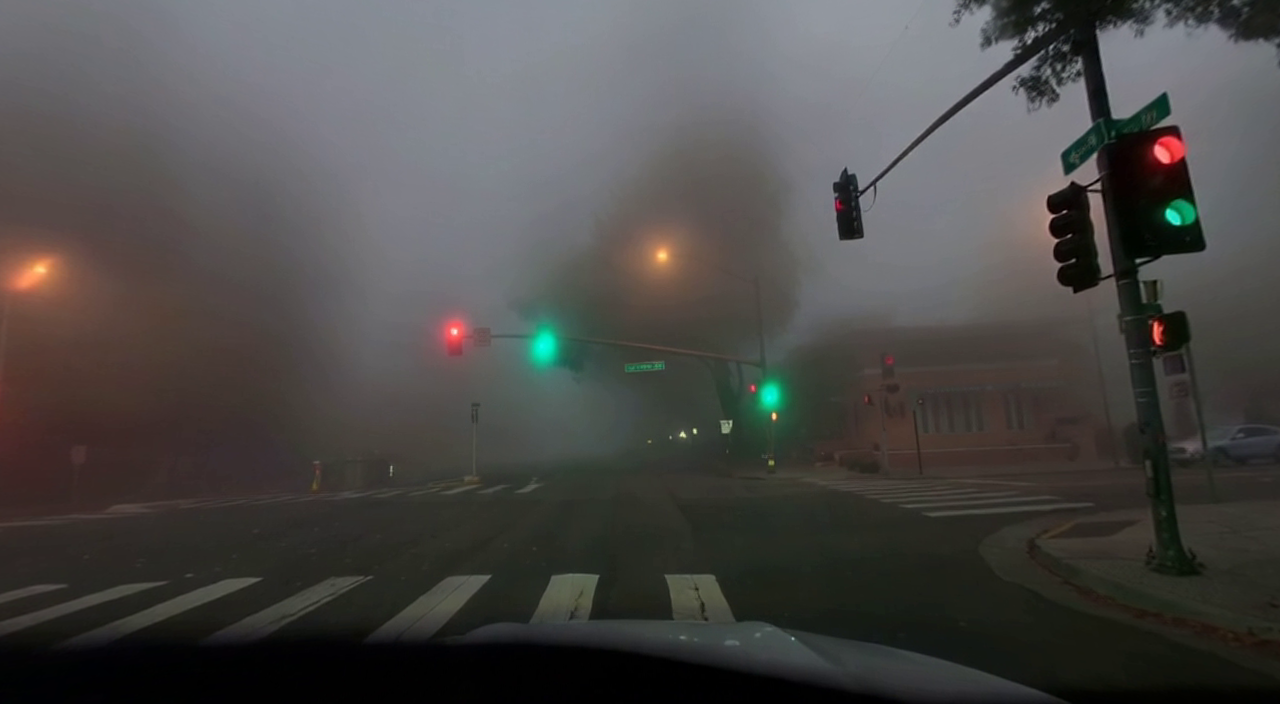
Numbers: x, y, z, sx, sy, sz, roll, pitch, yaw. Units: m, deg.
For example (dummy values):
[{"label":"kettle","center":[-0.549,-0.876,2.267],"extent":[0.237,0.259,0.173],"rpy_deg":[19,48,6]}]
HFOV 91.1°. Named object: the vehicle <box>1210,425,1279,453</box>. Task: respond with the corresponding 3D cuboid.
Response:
[{"label":"vehicle","center":[35.311,4.858,35.283],"extent":[4.493,1.453,1.849],"rpy_deg":[-3,-9,2]}]
